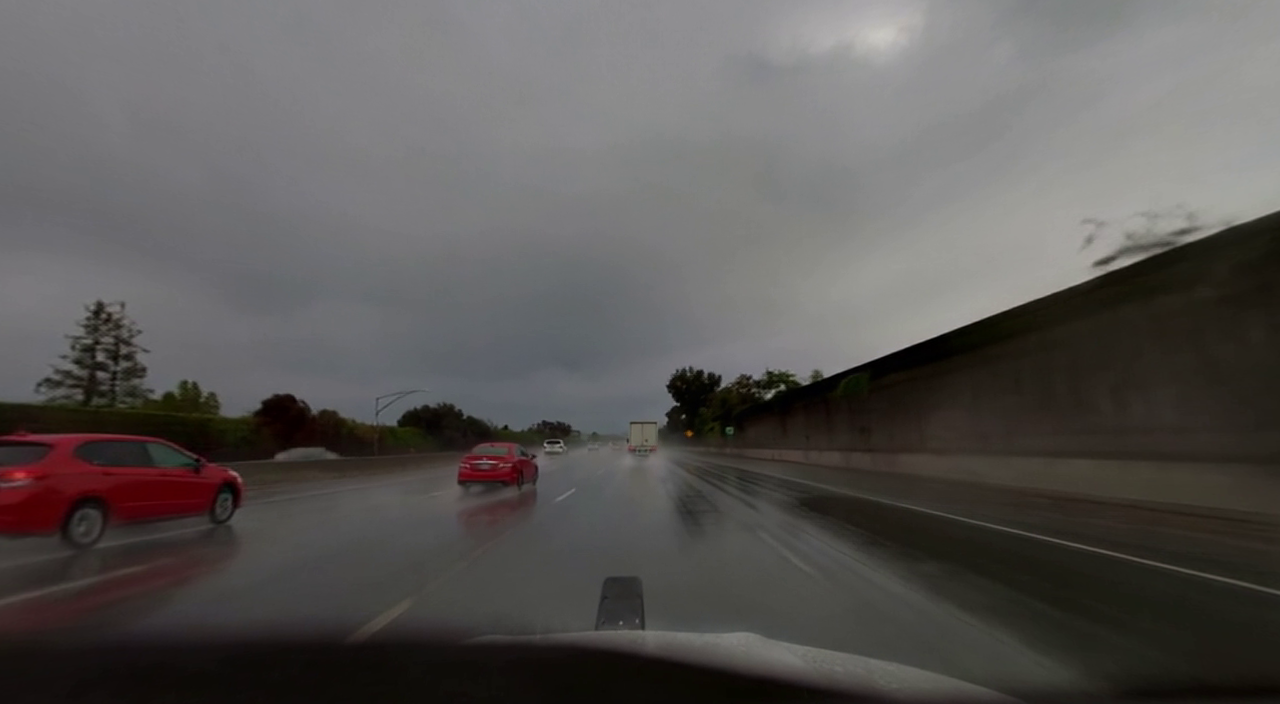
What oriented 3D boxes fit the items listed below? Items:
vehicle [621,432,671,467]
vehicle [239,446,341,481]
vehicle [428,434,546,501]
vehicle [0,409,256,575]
[{"bbox_3d":[0.306,5.876,38.043,2.856,1.994,4.931,0,-8,-1],"label":"vehicle"},{"bbox_3d":[-17.111,5.453,31.149,2.105,1.551,5.065,0,-8,1],"label":"vehicle"},{"bbox_3d":[-3.833,2.970,16.608,2.000,1.512,4.371,0,-8,0],"label":"vehicle"},{"bbox_3d":[-7.648,1.706,8.307,2.189,1.673,4.699,0,-8,0],"label":"vehicle"}]
